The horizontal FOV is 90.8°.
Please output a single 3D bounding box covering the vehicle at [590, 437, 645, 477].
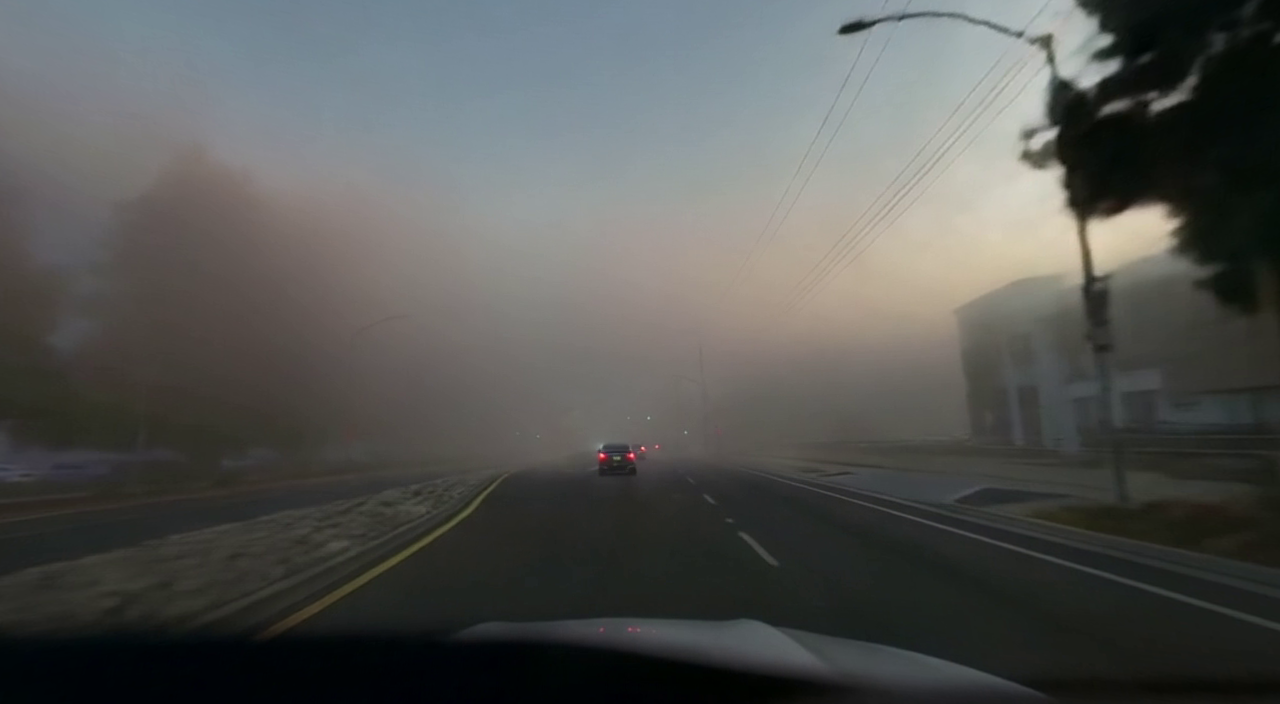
[{"bbox_3d":[-0.868,4.254,25.792,2.075,1.470,3.962,0,-8,0],"label":"vehicle"}]
